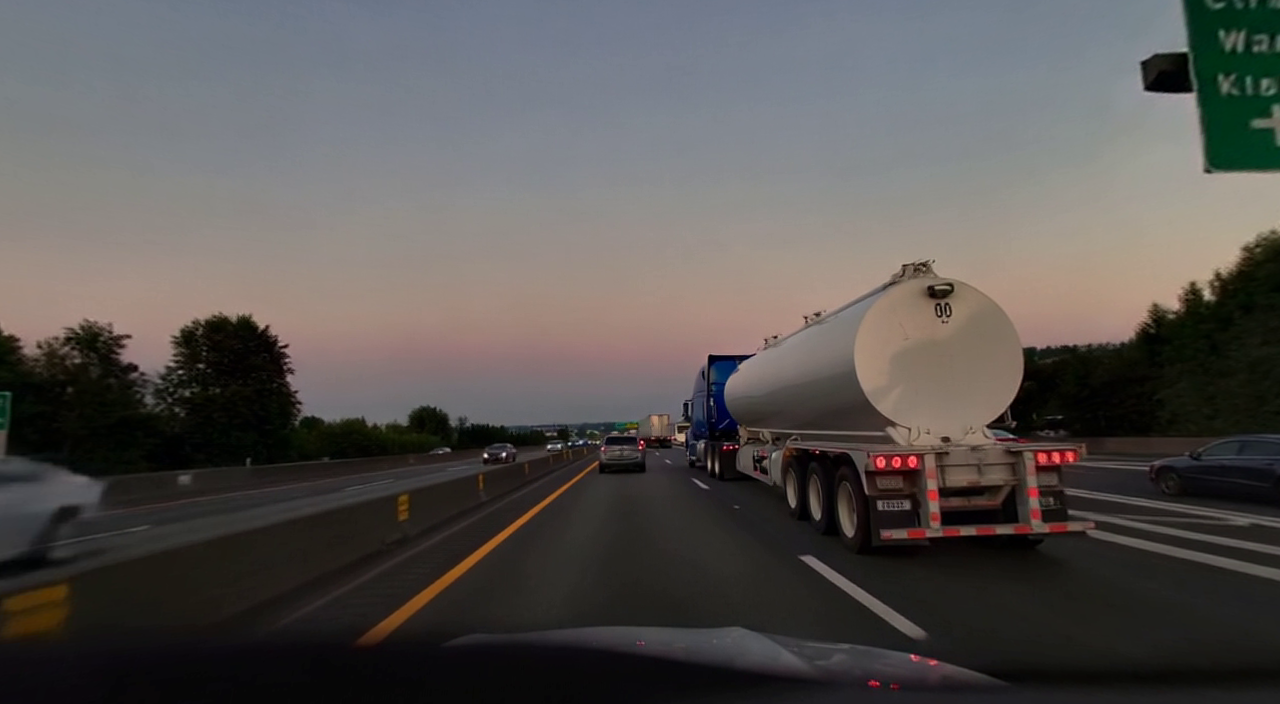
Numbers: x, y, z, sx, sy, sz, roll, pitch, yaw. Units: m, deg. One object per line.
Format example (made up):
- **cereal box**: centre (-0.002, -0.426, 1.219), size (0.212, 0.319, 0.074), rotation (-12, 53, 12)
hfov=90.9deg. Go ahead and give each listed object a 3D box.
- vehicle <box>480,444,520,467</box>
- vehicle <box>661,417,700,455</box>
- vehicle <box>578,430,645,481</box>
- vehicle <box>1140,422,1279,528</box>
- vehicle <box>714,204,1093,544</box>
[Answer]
- **vehicle**: centre (-9.343, 6.922, 42.372), size (1.853, 1.459, 4.228), rotation (0, -8, -1)
- **vehicle**: centre (3.120, 6.613, 49.452), size (2.475, 2.782, 4.986), rotation (0, -8, -3)
- **vehicle**: centre (-0.851, 3.344, 20.629), size (2.000, 1.510, 3.518), rotation (0, -8, 0)
- **vehicle**: centre (9.824, 1.777, 9.217), size (1.739, 1.471, 3.889), rotation (0, -8, -2)
- **vehicle**: centre (3.495, 0.813, 11.818), size (2.826, 3.905, 9.262), rotation (0, -8, -1)
